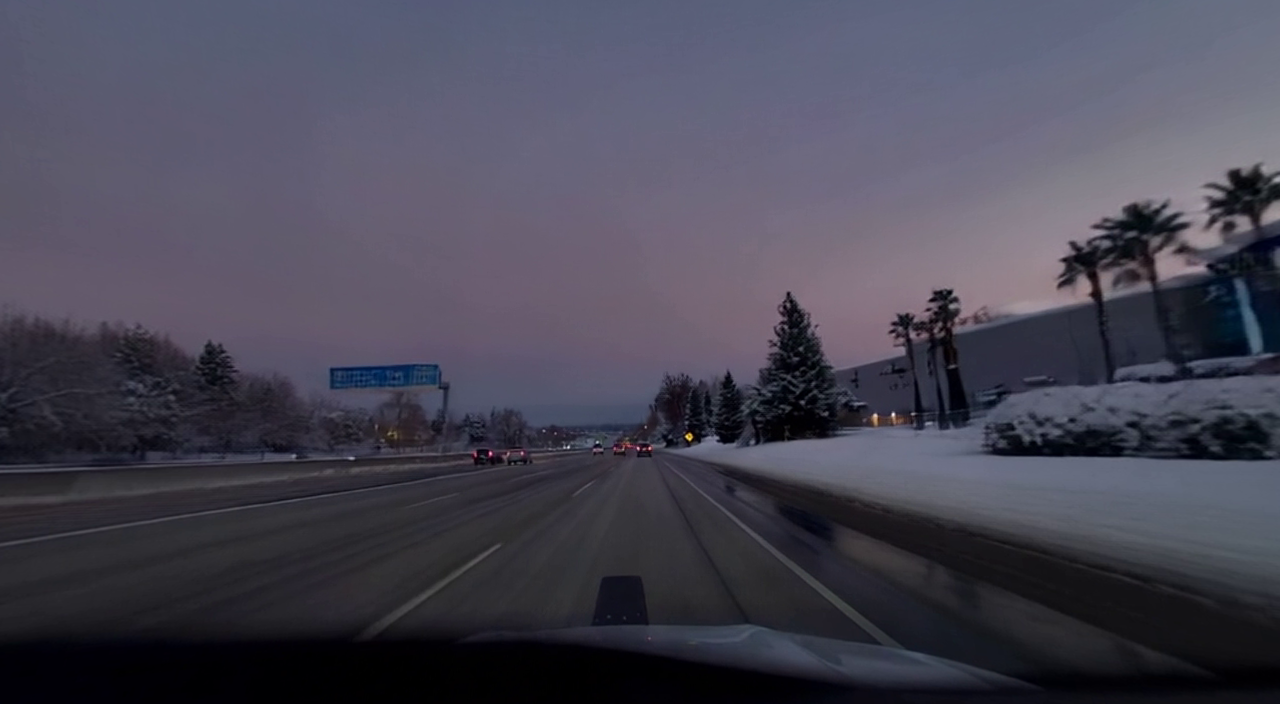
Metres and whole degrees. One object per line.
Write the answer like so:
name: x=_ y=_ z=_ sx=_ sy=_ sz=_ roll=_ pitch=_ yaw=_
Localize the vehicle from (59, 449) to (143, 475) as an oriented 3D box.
vehicle: x=-34.708 y=7.059 z=40.734 sx=1.750 sy=1.449 sz=4.161 roll=1 pitch=-8 yaw=-1
